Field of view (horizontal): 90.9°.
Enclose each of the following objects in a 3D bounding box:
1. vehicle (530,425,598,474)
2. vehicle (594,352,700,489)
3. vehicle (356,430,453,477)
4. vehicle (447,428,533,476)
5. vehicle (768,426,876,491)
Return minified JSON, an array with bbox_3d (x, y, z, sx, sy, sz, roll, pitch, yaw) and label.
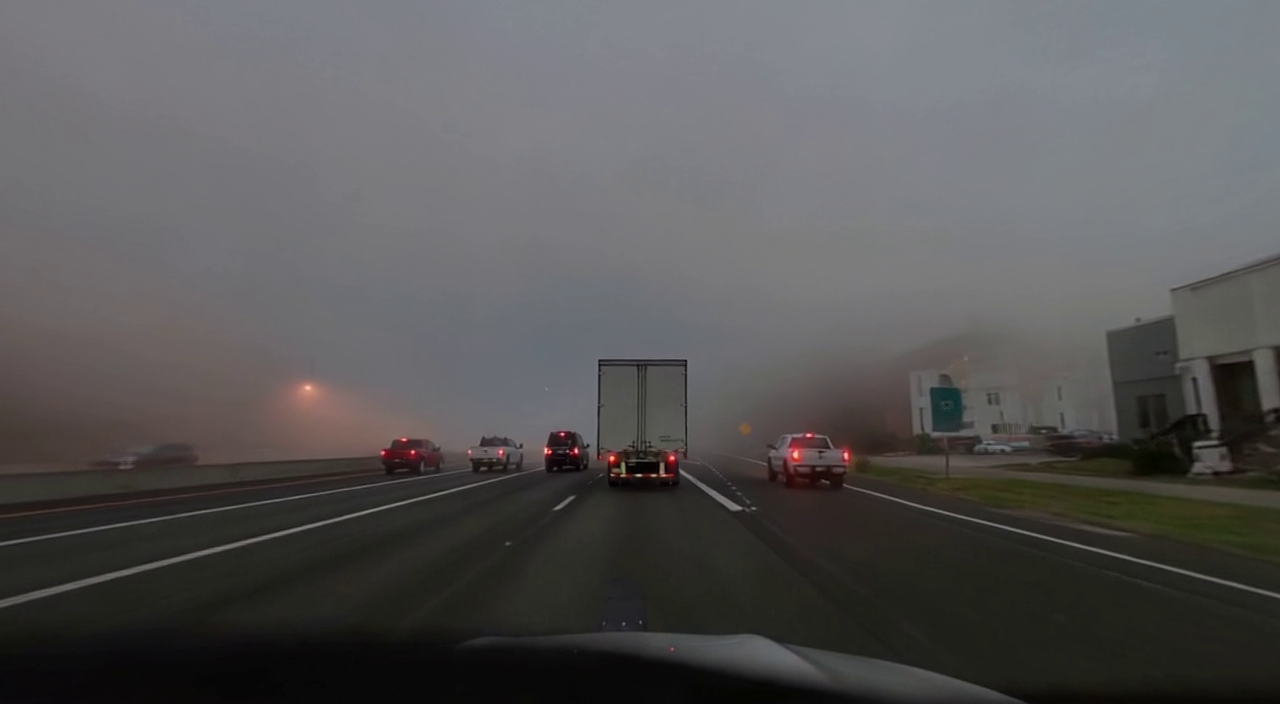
[{"bbox_3d":[-3.424,4.580,29.739,2.379,2.075,6.169,0,-9,1],"label":"vehicle"},{"bbox_3d":[0.092,2.617,22.495,2.941,3.794,9.851,0,-9,-1],"label":"vehicle"},{"bbox_3d":[-10.443,4.579,28.591,2.089,1.885,5.888,0,-9,0],"label":"vehicle"},{"bbox_3d":[-6.803,4.654,29.417,2.479,1.978,5.952,0,-9,1],"label":"vehicle"},{"bbox_3d":[5.607,3.367,20.158,2.137,1.796,4.817,0,-9,2],"label":"vehicle"}]
